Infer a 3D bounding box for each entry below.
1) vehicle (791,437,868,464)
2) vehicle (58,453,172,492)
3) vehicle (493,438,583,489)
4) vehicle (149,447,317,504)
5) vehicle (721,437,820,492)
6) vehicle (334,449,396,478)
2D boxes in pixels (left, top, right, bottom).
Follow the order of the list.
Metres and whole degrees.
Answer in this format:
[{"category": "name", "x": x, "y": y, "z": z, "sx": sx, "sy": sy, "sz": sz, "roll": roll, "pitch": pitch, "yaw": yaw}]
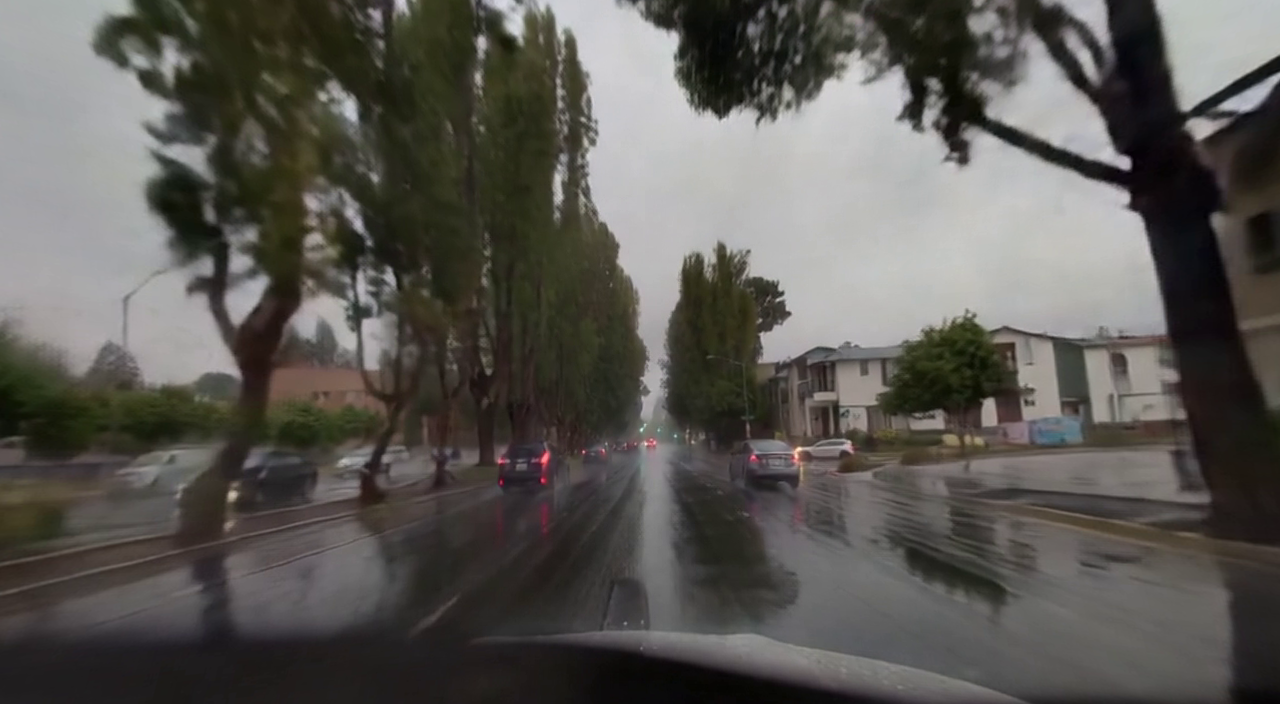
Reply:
[{"category": "vehicle", "x": 12.581, "y": 6.539, "z": 42.097, "sx": 4.717, "sy": 1.733, "sz": 1.994, "roll": -2, "pitch": -8, "yaw": 10}, {"category": "vehicle", "x": -26.894, "y": 6.143, "z": 32.544, "sx": 1.928, "sy": 1.764, "sz": 4.599, "roll": 0, "pitch": -8, "yaw": -1}, {"category": "vehicle", "x": -3.156, "y": 3.542, "z": 20.465, "sx": 2.053, "sy": 1.480, "sz": 4.381, "roll": 0, "pitch": -8, "yaw": 2}, {"category": "vehicle", "x": -12.324, "y": 3.720, "z": 19.579, "sx": 2.000, "sy": 1.504, "sz": 4.720, "roll": 0, "pitch": -8, "yaw": 1}, {"category": "vehicle", "x": 3.834, "y": 3.367, "z": 19.375, "sx": 2.010, "sy": 1.486, "sz": 4.498, "roll": 0, "pitch": -8, "yaw": -1}, {"category": "vehicle", "x": -15.837, "y": 6.426, "z": 36.475, "sx": 1.804, "sy": 1.502, "sz": 3.839, "roll": 0, "pitch": -8, "yaw": 1}]
